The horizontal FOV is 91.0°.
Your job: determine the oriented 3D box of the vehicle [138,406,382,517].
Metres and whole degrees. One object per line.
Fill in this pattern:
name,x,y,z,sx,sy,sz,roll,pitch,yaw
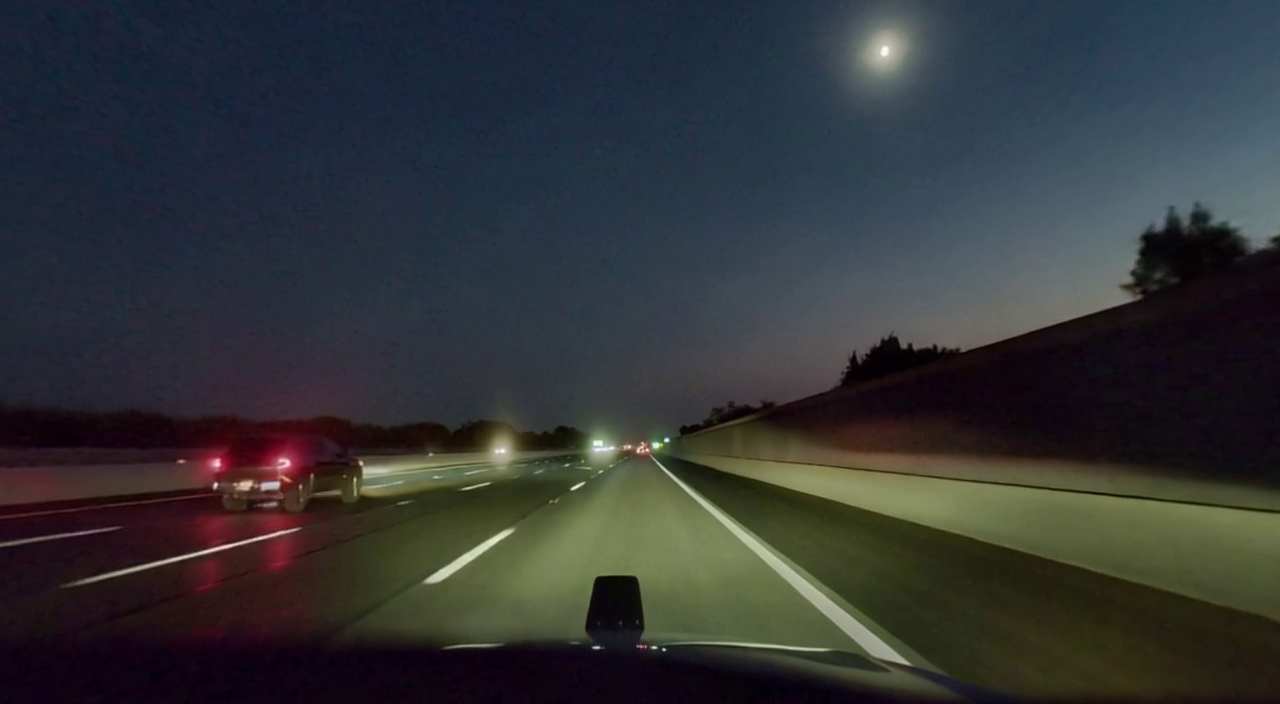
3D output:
vehicle,-7.833,2.327,13.787,2.163,1.947,4.959,0,-9,1
